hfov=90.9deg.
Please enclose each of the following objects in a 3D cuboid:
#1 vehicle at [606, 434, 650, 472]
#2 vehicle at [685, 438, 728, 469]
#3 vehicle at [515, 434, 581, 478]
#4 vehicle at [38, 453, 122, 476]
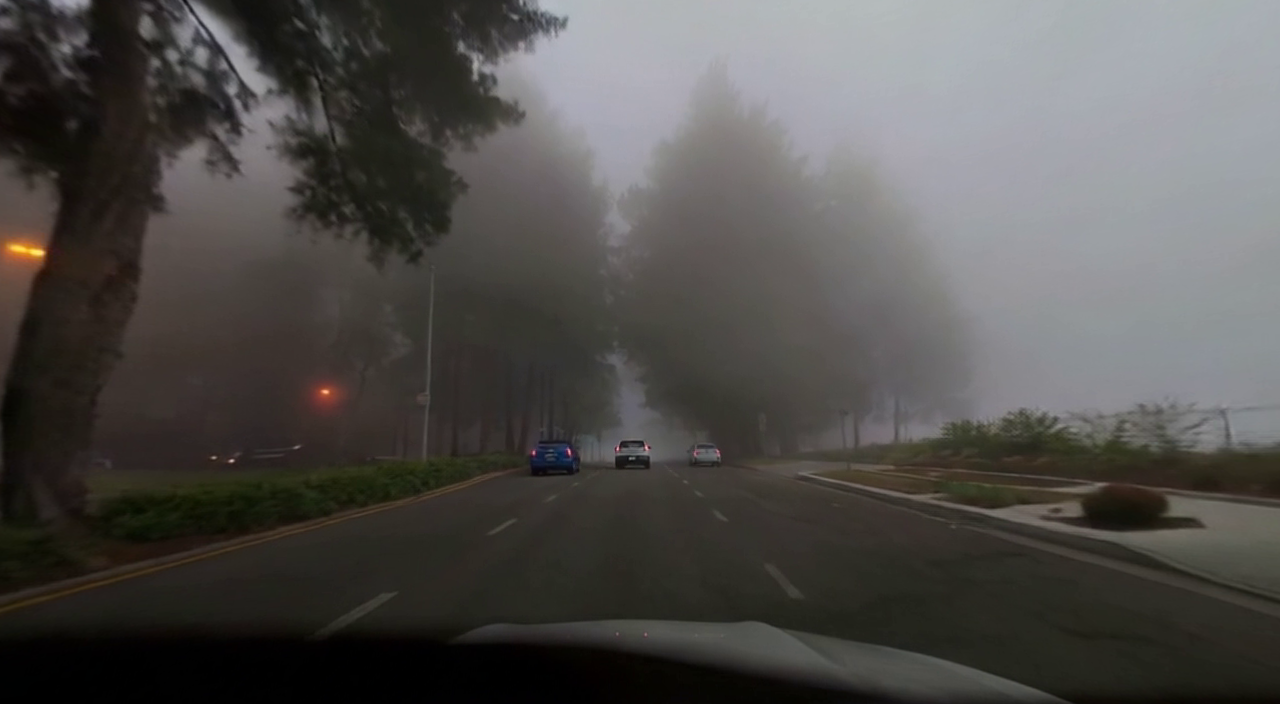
[{"bbox_3d":[-0.536,4.910,30.762,2.022,1.700,4.084,0,-8,0],"label":"vehicle"},{"bbox_3d":[3.589,5.557,34.712,1.847,1.554,4.052,0,-8,-1],"label":"vehicle"},{"bbox_3d":[-3.791,4.345,26.670,2.047,1.710,4.314,0,-8,1],"label":"vehicle"},{"bbox_3d":[-41.665,8.446,47.104,1.761,1.433,4.631,-4,-13,5],"label":"vehicle"}]
